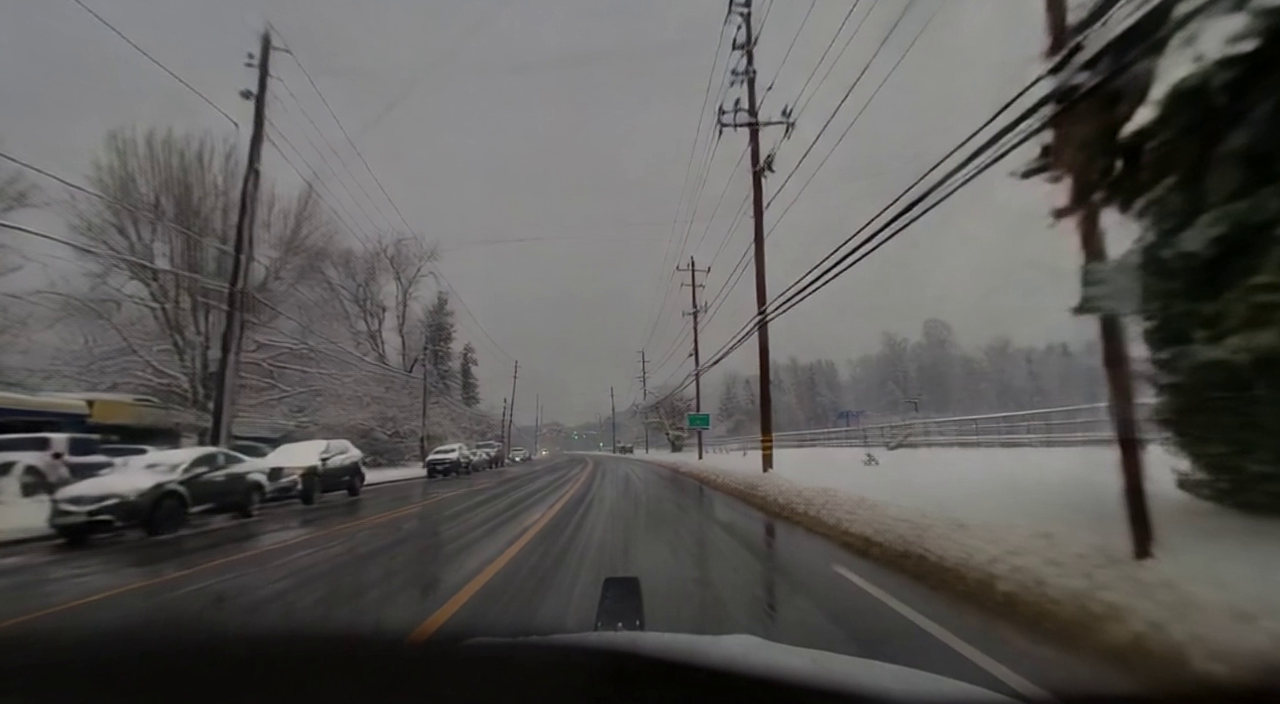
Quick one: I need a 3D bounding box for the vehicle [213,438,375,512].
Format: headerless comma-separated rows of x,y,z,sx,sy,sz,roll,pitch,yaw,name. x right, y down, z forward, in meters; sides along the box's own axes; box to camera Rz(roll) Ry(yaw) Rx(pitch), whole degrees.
-9.723,3.471,18.402,1.983,1.799,5.276,0,-9,-3,vehicle

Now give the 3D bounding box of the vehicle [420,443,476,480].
-10.670,6.088,35.452,2.016,1.872,5.297,0,-9,-6,vehicle

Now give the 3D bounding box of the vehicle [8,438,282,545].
-9.565,2.684,12.874,2.027,1.719,4.575,0,-9,-3,vehicle
